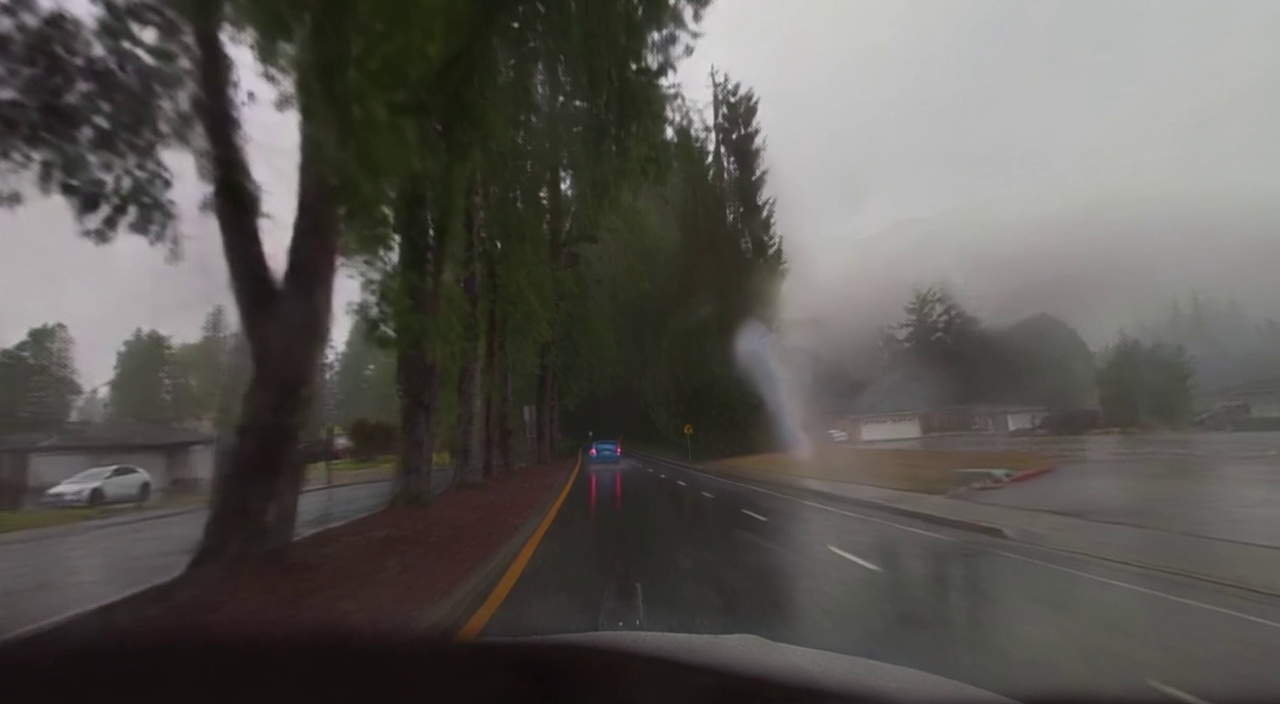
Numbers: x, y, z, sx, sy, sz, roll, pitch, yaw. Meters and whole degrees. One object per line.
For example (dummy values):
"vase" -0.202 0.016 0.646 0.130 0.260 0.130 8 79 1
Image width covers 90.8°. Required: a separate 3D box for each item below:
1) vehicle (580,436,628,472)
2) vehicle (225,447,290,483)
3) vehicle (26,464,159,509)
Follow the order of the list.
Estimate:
"vehicle" -1.890 5.138 31.983 2.216 1.708 4.110 1 -9 -5
"vehicle" -24.508 7.197 40.721 2.076 2.085 5.241 3 -9 -15
"vehicle" -21.400 5.219 24.979 1.792 1.471 4.511 1 -9 -10
